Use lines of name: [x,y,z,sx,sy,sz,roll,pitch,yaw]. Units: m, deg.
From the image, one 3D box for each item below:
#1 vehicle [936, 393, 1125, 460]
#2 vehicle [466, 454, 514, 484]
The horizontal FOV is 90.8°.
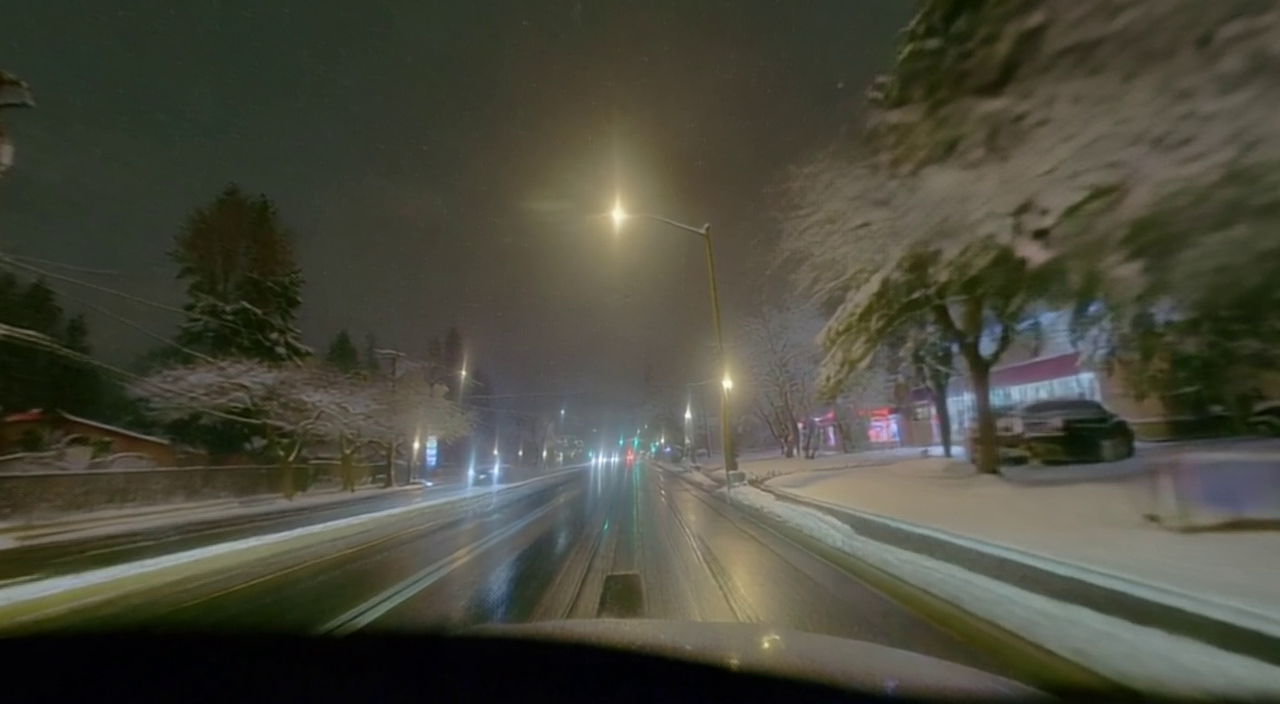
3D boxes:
vehicle: [12.619,2.591,20.899,1.939,1.753,4.974,5,-13,-23]
vehicle: [-9.477,7.378,40.187,2.050,1.721,4.369,0,-9,-1]
